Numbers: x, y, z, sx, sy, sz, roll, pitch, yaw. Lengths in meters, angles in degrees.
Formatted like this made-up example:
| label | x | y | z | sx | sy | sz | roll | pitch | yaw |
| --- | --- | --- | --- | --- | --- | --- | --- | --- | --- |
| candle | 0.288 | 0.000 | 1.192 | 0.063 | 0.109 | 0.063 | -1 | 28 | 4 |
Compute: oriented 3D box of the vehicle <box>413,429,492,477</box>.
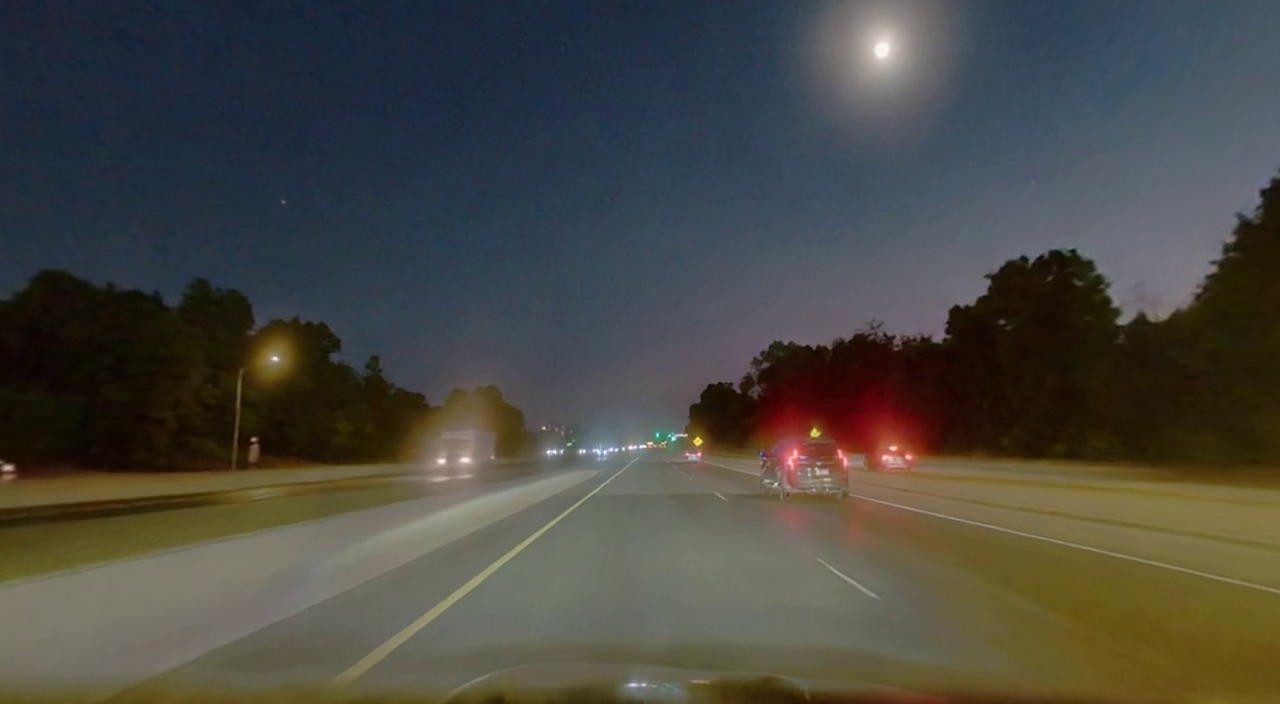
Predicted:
| label | x | y | z | sx | sy | sz | roll | pitch | yaw |
| --- | --- | --- | --- | --- | --- | --- | --- | --- | --- |
| vehicle | -12.365 | 6.753 | 42.279 | 2.901 | 2.963 | 6.971 | 0 | -9 | 2 |
